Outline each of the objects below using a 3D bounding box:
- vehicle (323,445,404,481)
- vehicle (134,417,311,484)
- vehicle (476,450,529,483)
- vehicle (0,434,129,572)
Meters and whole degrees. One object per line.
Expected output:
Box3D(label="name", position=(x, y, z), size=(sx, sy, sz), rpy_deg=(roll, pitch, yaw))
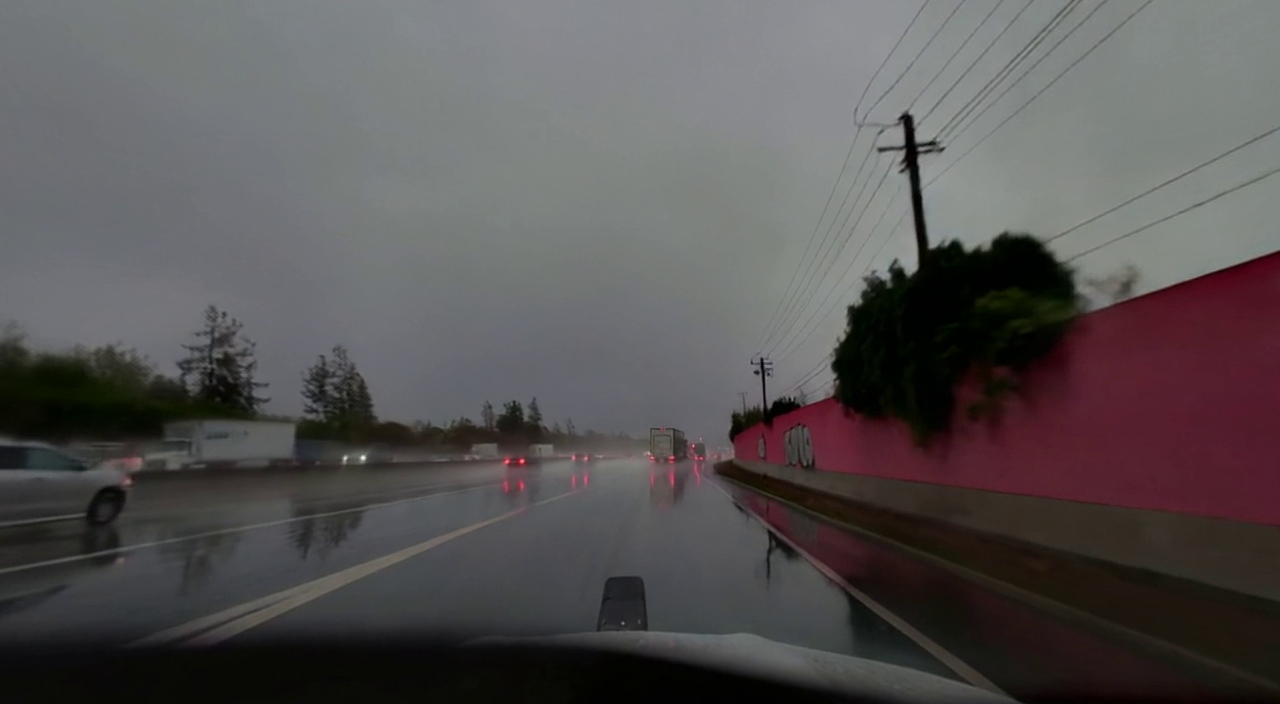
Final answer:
Box3D(label="vehicle", position=(-18.373, 7.406, 42.271), size=(2.343, 2.256, 5.619), rpy_deg=(-1, -9, 6))
Box3D(label="vehicle", position=(-26.621, 6.455, 41.410), size=(2.905, 3.731, 11.444), rpy_deg=(-1, -9, 6))
Box3D(label="vehicle", position=(-6.646, 5.558, 30.784), size=(1.708, 1.489, 2.840), rpy_deg=(-1, -9, 5))
Box3D(label="vehicle", position=(-8.337, 1.701, 7.008), size=(1.966, 1.565, 3.766), rpy_deg=(-1, -9, 4))
